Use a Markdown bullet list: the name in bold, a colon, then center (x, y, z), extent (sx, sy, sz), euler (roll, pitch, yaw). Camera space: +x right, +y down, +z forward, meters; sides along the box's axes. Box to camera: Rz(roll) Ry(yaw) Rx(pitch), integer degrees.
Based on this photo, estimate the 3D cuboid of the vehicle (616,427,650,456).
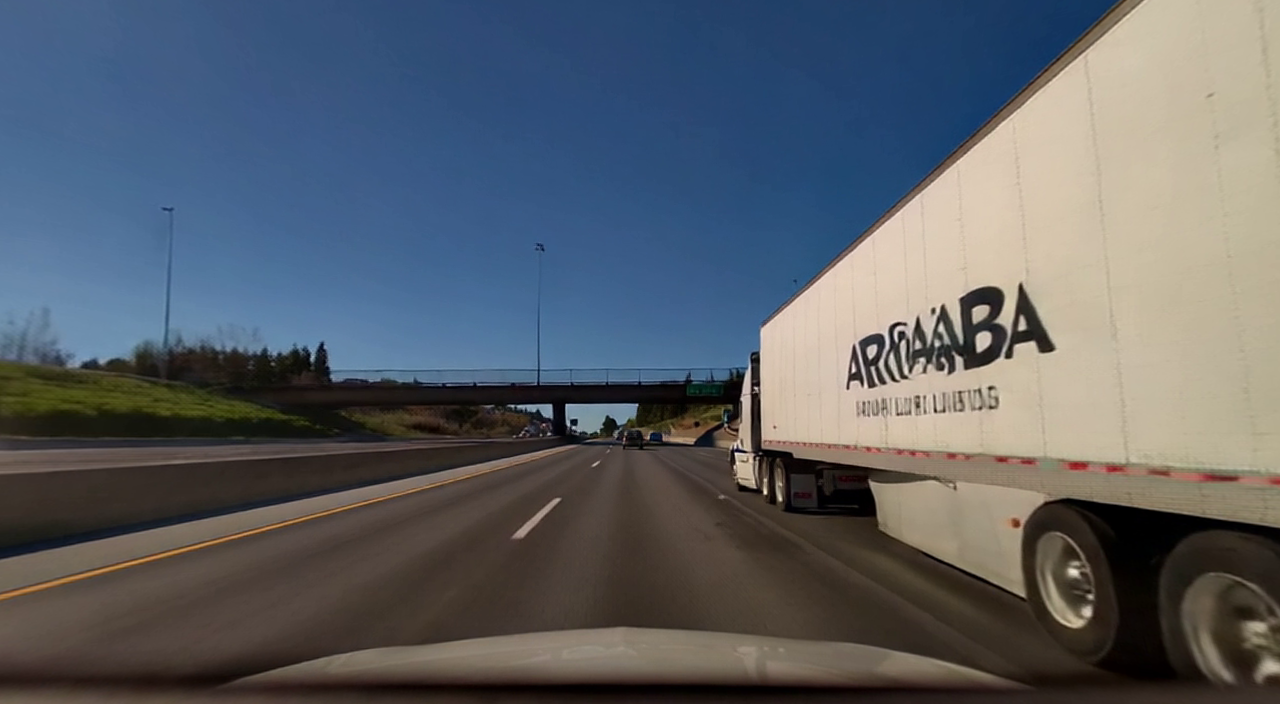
- **vehicle**: center (-0.565, 6.295, 44.446), extent (2.277, 1.913, 4.510), euler (0, -8, -3)
